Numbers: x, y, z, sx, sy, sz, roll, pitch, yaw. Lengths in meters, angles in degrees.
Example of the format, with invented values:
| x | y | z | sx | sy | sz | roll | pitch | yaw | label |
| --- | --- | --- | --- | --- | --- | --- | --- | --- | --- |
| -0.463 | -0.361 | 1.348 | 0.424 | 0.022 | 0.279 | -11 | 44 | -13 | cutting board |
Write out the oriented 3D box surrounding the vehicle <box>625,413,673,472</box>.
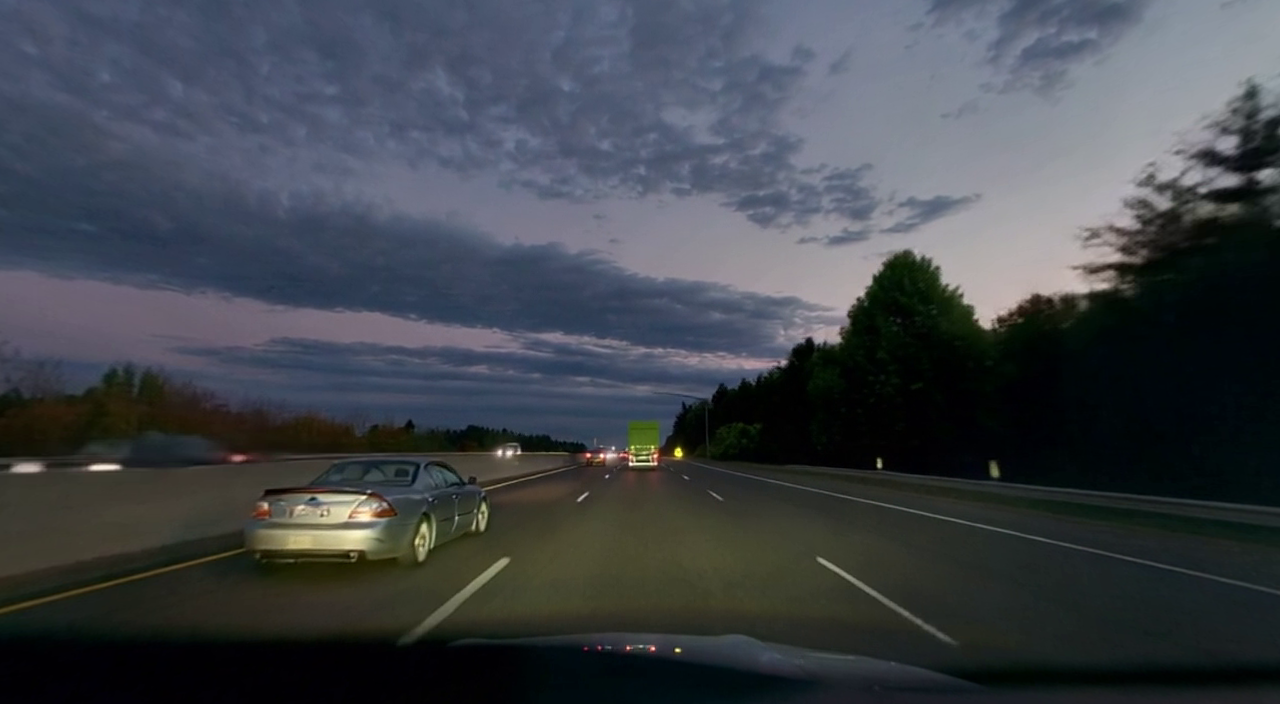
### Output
| x | y | z | sx | sy | sz | roll | pitch | yaw | label |
| --- | --- | --- | --- | --- | --- | --- | --- | --- | --- |
| 0.457 | 6.362 | 44.024 | 2.893 | 3.628 | 9.081 | 0 | -9 | -2 | vehicle |

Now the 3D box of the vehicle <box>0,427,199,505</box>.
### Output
| x | y | z | sx | sy | sz | roll | pitch | yaw | label |
| --- | --- | --- | --- | --- | --- | --- | --- | --- | --- |
| -12.477 | 2.533 | 14.299 | 2.104 | 1.492 | 3.856 | 0 | -9 | 0 | vehicle |
